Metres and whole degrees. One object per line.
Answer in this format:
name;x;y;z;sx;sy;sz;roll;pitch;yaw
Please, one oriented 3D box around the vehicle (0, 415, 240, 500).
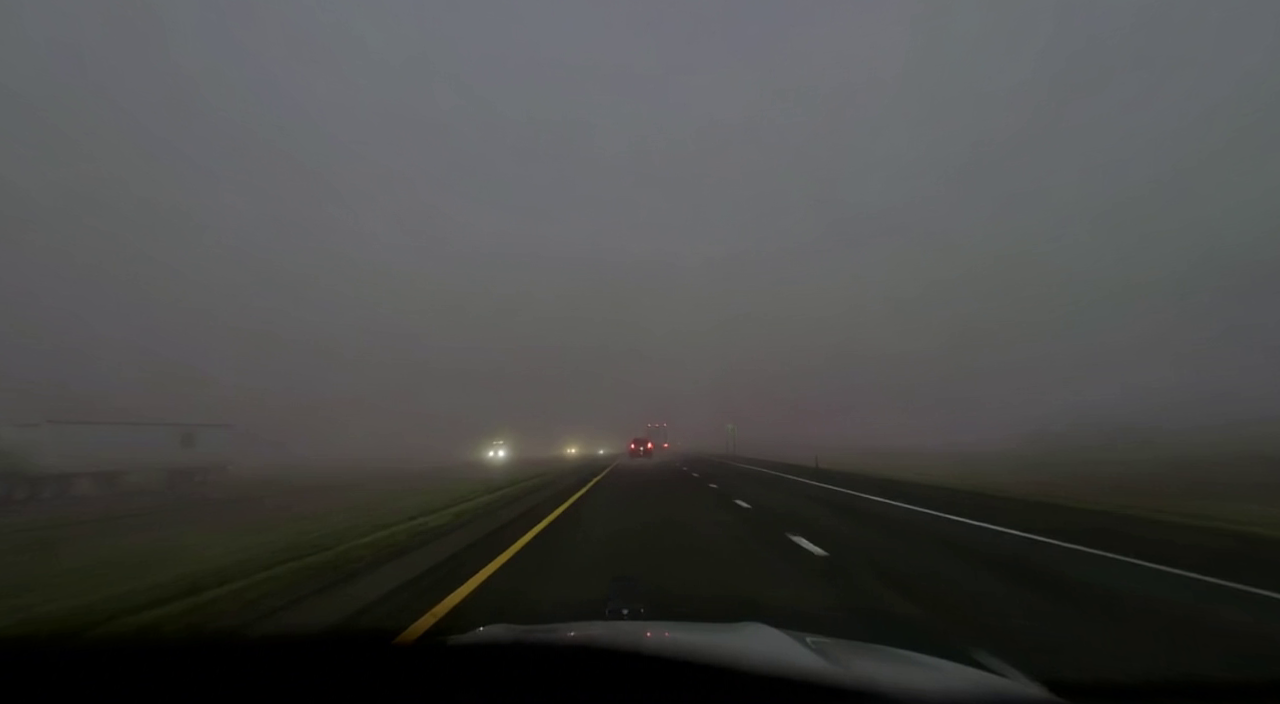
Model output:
vehicle;-32.493;6.512;39.947;2.933;4.229;16.545;0;-8;1
